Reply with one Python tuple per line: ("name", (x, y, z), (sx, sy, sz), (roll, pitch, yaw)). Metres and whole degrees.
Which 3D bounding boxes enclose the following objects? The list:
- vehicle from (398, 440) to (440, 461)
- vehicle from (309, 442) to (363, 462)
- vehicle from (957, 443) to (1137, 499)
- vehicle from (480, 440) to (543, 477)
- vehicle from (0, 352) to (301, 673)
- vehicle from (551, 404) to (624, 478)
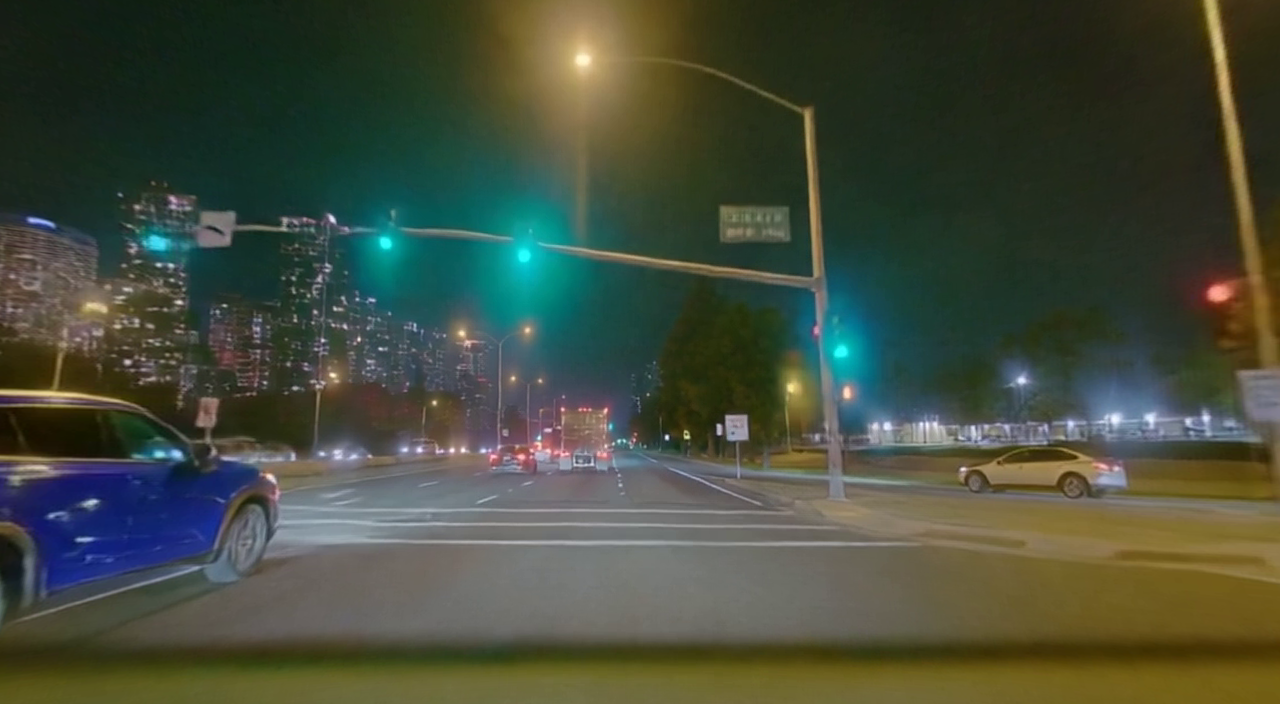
("vehicle", (-16.972, 7.572, 48.399), (2.026, 1.523, 4.584), (1, -9, -6))
("vehicle", (-22.800, 7.523, 47.333), (1.898, 1.480, 4.567), (0, -9, -2))
("vehicle", (13.833, 3.992, 21.543), (4.720, 1.685, 2.140), (-8, -12, 43))
("vehicle", (-5.571, 4.694, 27.819), (2.023, 1.483, 4.143), (0, -9, -2))
("vehicle", (-4.798, 1.040, 4.409), (2.178, 1.826, 4.933), (0, -9, -2))
("vehicle", (-2.288, 4.202, 29.575), (2.993, 3.051, 6.692), (0, -9, -1))
